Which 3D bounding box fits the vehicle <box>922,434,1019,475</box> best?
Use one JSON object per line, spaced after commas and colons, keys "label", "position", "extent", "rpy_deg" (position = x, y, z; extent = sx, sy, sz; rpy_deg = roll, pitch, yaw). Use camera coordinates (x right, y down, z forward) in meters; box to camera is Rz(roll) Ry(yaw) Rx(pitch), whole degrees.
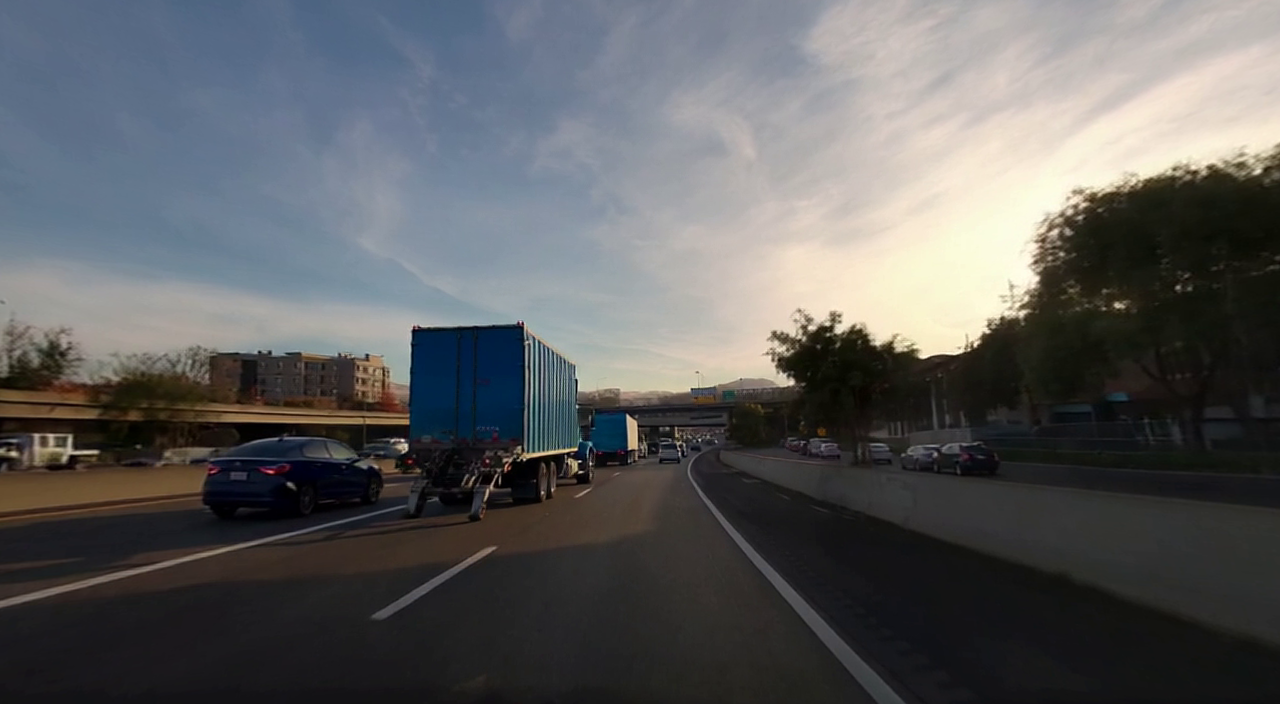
{"label": "vehicle", "position": [14.612, 4.561, 28.187], "extent": [2.022, 1.675, 4.792], "rpy_deg": [-1, -9, 5]}

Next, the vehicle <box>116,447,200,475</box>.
{"label": "vehicle", "position": [-26.093, 5.891, 34.264], "extent": [1.614, 1.454, 3.698], "rpy_deg": [0, -8, 0]}

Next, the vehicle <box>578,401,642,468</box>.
{"label": "vehicle", "position": [-1.743, 5.559, 41.743], "extent": [3.073, 3.894, 9.782], "rpy_deg": [-1, -9, 4]}

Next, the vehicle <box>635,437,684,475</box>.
{"label": "vehicle", "position": [0.974, 4.960, 30.190], "extent": [2.178, 1.640, 4.071], "rpy_deg": [-1, -9, 3]}

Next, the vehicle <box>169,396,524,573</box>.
{"label": "vehicle", "position": [-3.338, 1.613, 8.242], "extent": [2.896, 1.779, 3.441], "rpy_deg": [-1, -8, 2]}

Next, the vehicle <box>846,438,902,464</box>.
{"label": "vehicle", "position": [15.702, 6.668, 42.548], "extent": [2.237, 1.656, 4.676], "rpy_deg": [-1, -9, 3]}
